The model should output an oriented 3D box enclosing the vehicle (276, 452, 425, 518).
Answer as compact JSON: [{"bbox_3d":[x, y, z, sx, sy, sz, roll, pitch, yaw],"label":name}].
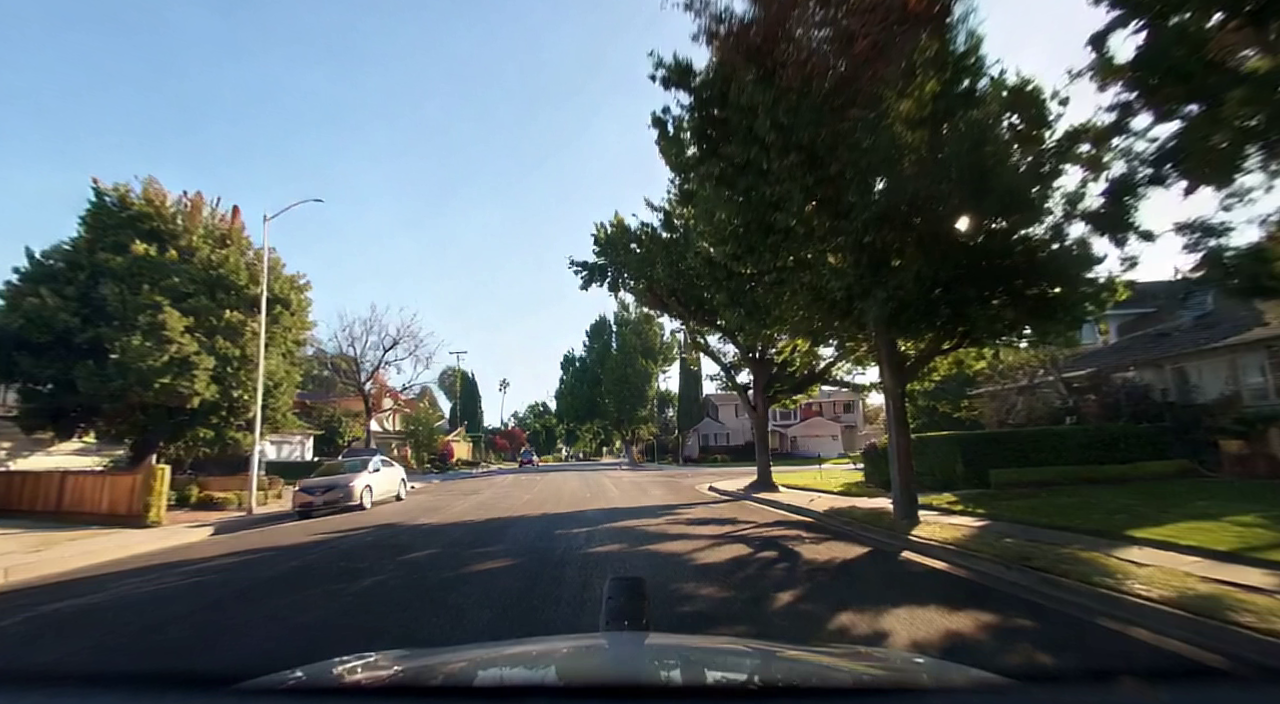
[{"bbox_3d":[-7.701,3.546,17.488,2.069,1.487,5.470,0,-9,-6],"label":"vehicle"}]
